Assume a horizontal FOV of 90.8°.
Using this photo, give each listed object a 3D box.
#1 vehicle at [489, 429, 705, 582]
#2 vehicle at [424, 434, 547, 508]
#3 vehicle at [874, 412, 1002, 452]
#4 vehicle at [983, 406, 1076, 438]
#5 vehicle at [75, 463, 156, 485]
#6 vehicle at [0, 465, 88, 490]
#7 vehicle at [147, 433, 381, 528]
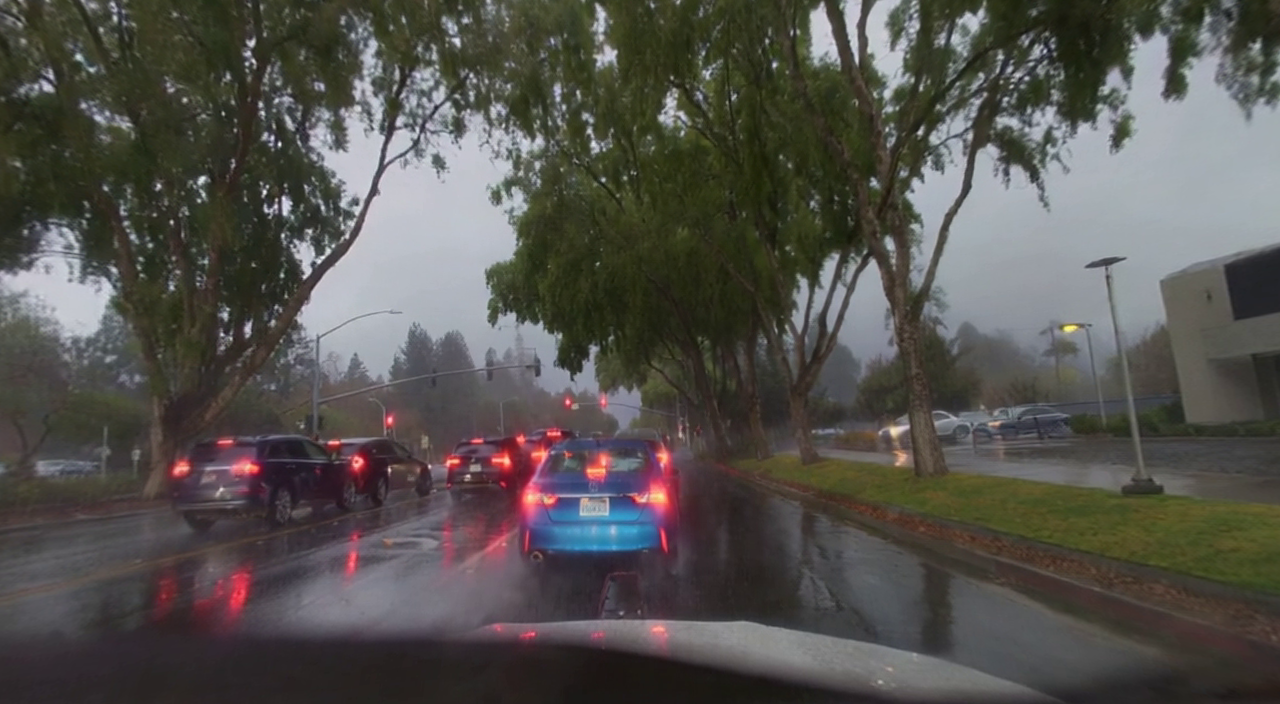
[{"bbox_3d":[-0.412,1.803,8.207,2.104,1.472,3.946,0,-9,0],"label":"vehicle"},{"bbox_3d":[-3.613,2.861,15.611,1.969,1.570,4.019,0,-9,1],"label":"vehicle"},{"bbox_3d":[13.949,3.797,29.791,4.975,1.809,1.956,0,-9,2],"label":"vehicle"},{"bbox_3d":[27.747,5.035,45.166,5.333,1.880,2.130,-8,-9,30],"label":"vehicle"},{"bbox_3d":[-36.349,8.439,43.864,3.918,1.423,1.861,0,-9,0],"label":"vehicle"},{"bbox_3d":[-36.616,7.630,38.539,4.093,1.440,1.804,0,-9,0],"label":"vehicle"},{"bbox_3d":[-7.271,2.506,12.912,2.096,1.593,4.288,0,-9,1],"label":"vehicle"}]
